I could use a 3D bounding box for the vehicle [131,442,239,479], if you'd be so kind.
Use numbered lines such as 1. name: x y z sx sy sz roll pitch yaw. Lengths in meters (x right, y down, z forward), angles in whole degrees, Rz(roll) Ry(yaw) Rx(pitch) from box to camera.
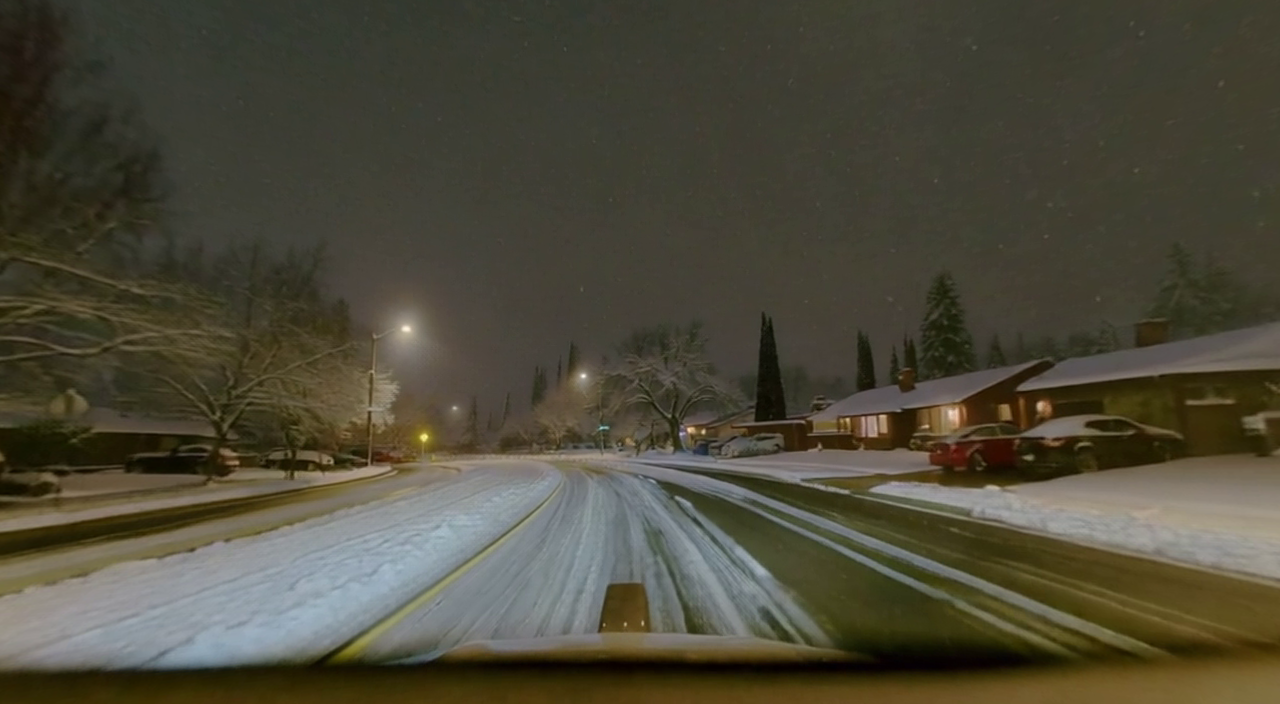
1. vehicle: -24.208 5.755 33.681 4.128 1.861 1.959 2 -9 -14

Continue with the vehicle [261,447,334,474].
1. vehicle: -23.622 7.467 43.599 3.899 1.729 2.064 1 -9 -12

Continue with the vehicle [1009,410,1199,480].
1. vehicle: 14.395 2.906 19.795 4.350 2.047 1.841 -1 -8 2
